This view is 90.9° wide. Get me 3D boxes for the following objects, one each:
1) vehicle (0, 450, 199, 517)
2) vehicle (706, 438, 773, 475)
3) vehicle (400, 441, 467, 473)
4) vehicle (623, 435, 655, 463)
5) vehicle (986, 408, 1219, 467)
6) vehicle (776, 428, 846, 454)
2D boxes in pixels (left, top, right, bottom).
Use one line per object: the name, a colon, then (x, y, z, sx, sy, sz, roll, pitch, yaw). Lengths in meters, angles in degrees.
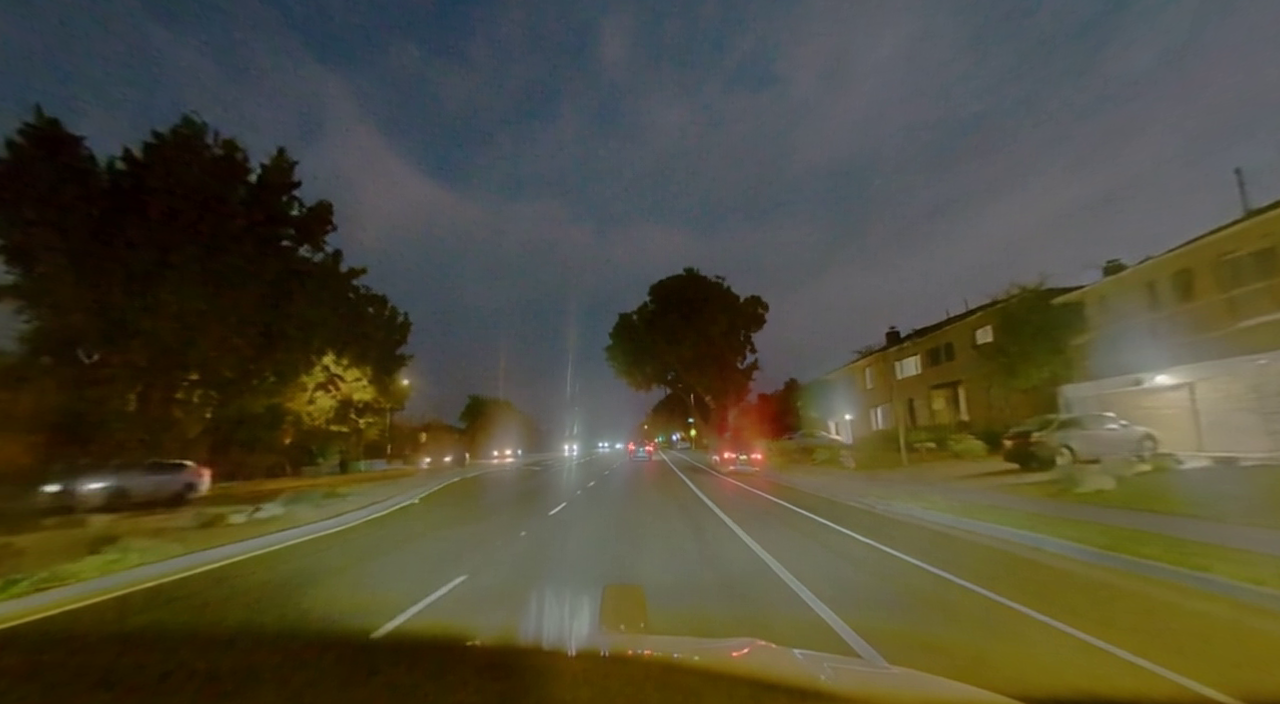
vehicle: (-14.793, 3.560, 17.618, 1.797, 1.471, 4.367, -4, -8, 0)
vehicle: (4.311, 4.629, 28.124, 2.080, 1.469, 4.898, 0, -8, -1)
vehicle: (-11.045, 5.636, 34.075, 1.992, 1.518, 4.592, -1, -8, 1)
vehicle: (-0.031, 6.318, 41.154, 2.024, 1.655, 4.301, 0, -8, 1)
vehicle: (12.584, 2.389, 17.463, 4.720, 1.535, 2.079, -1, -9, 3)
vehicle: (11.551, 6.055, 42.842, 4.230, 1.551, 1.801, -3, -9, 4)
